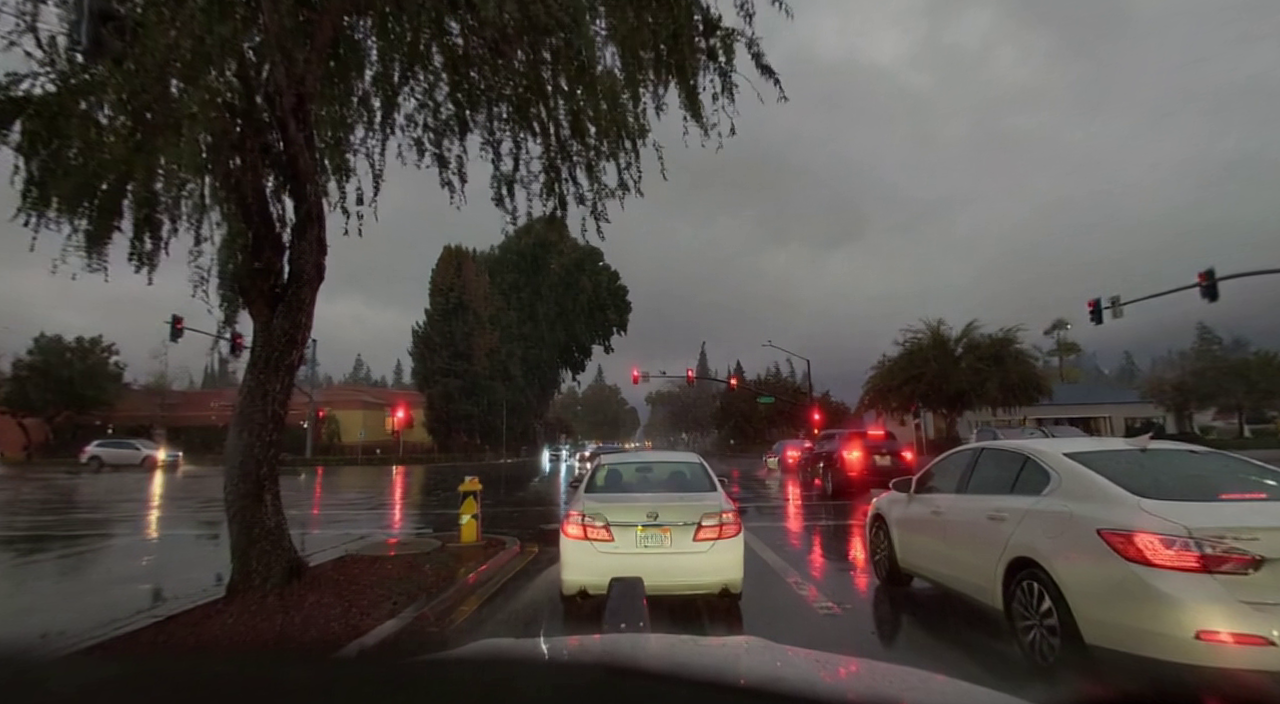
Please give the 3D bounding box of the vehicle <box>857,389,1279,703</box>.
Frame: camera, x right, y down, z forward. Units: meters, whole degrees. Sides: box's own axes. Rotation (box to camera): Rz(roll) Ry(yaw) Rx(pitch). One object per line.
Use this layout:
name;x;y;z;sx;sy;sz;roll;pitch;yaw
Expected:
vehicle;3.166;1.125;3.895;1.931;1.493;4.555;0;-8;-1

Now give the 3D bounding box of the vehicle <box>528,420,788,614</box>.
vehicle;0.096;1.564;6.881;2.017;1.485;3.813;0;-8;-1

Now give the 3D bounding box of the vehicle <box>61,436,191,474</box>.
vehicle;-24.331;4.877;29.978;4.450;1.684;1.894;0;-8;0
